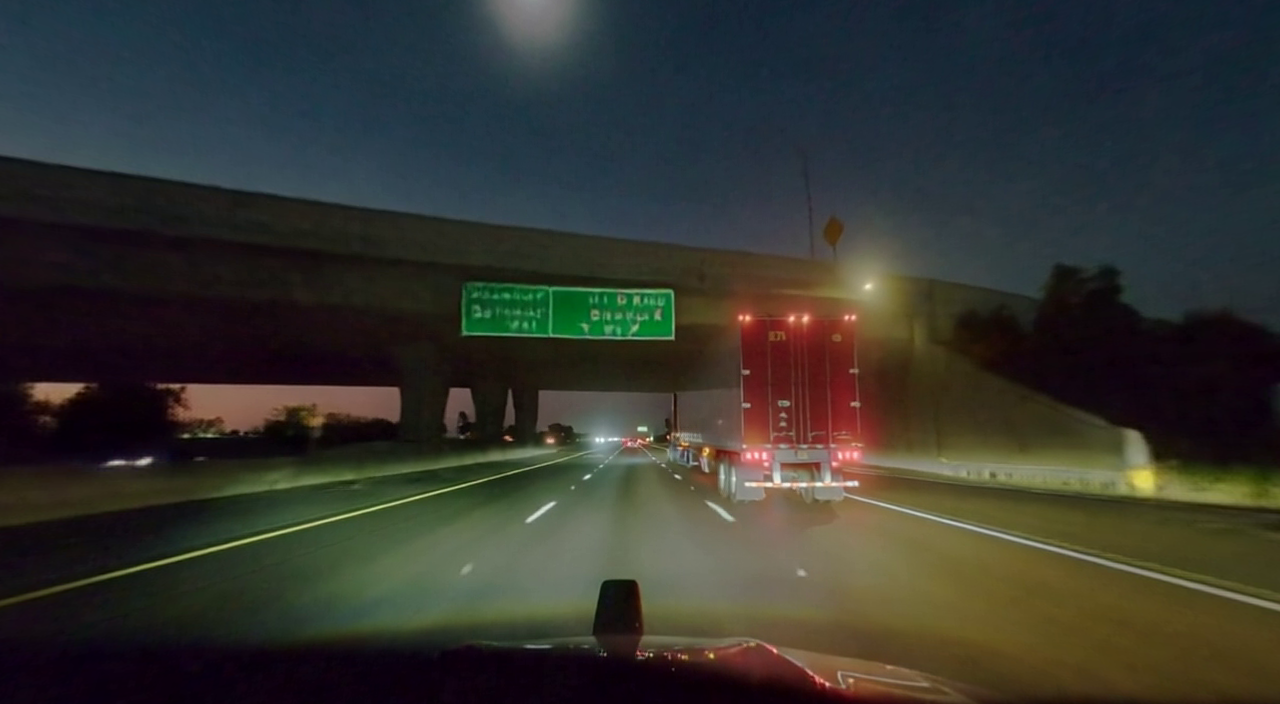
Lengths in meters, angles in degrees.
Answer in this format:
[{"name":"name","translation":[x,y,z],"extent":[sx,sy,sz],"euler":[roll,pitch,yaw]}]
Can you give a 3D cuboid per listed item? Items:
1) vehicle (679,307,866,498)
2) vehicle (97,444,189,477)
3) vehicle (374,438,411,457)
[{"name":"vehicle","translation":[3.362,2.290,21.944],"extent":[2.743,4.160,16.408],"euler":[0,-9,-1]},{"name":"vehicle","translation":[-21.978,4.795,28.104],"extent":[1.436,1.326,3.245],"euler":[0,-8,0]},{"name":"vehicle","translation":[-17.796,6.937,45.562],"extent":[1.391,1.308,3.105],"euler":[0,-9,-1]}]
